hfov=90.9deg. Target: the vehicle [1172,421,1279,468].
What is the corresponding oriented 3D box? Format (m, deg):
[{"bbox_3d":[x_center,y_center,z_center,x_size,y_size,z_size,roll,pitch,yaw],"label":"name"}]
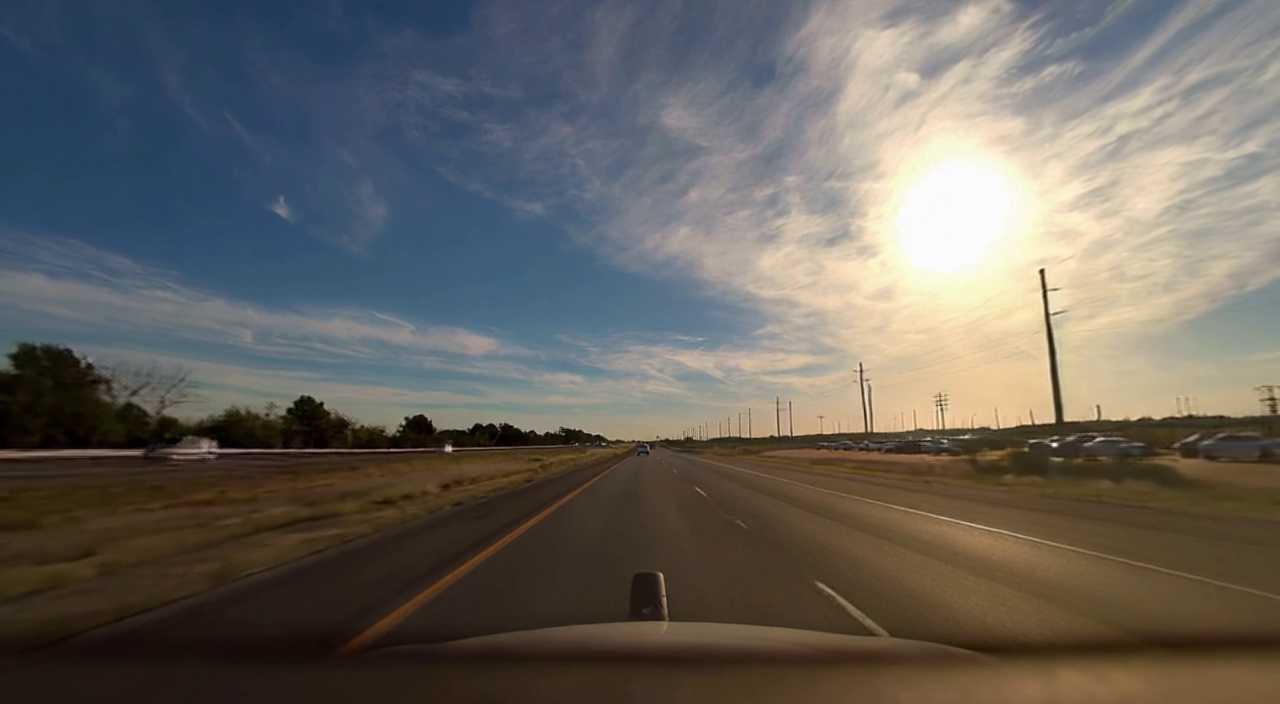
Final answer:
[{"bbox_3d":[38.423,5.677,38.681,2.820,2.717,8.695,1,-9,-12],"label":"vehicle"}]
